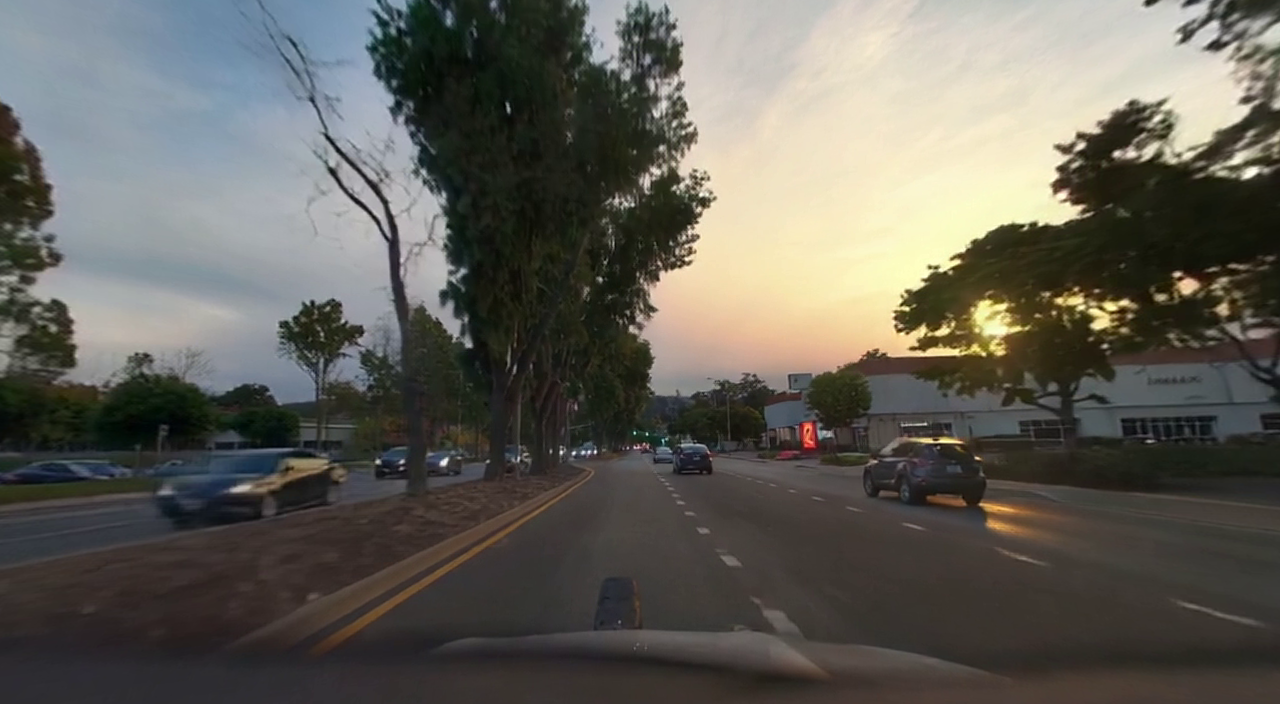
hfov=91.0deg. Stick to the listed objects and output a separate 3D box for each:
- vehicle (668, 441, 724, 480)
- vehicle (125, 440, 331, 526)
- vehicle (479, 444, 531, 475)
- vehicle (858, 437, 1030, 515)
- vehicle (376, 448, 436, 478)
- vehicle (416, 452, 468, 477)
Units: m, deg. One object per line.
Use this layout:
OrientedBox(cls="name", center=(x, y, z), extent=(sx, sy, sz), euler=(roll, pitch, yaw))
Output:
OrientedBox(cls="vehicle", center=(2.557, 5.067, 29.649), extent=(2.161, 1.676, 4.151), euler=(1, -9, -2))
OrientedBox(cls="vehicle", center=(-9.251, 2.948, 14.695), extent=(1.968, 1.684, 4.265), euler=(1, -9, -2))
OrientedBox(cls="vehicle", center=(-9.169, 7.325, 43.189), extent=(2.234, 1.922, 5.699), euler=(0, -9, 0))
OrientedBox(cls="vehicle", center=(6.833, 2.825, 14.763), extent=(1.886, 1.528, 4.169), euler=(0, -9, -1))
OrientedBox(cls="vehicle", center=(-17.092, 8.099, 46.314), extent=(2.312, 2.062, 5.741), euler=(0, -9, -1))
OrientedBox(cls="vehicle", center=(-12.680, 7.207, 40.605), extent=(1.951, 1.475, 4.480), euler=(0, -9, -1))
